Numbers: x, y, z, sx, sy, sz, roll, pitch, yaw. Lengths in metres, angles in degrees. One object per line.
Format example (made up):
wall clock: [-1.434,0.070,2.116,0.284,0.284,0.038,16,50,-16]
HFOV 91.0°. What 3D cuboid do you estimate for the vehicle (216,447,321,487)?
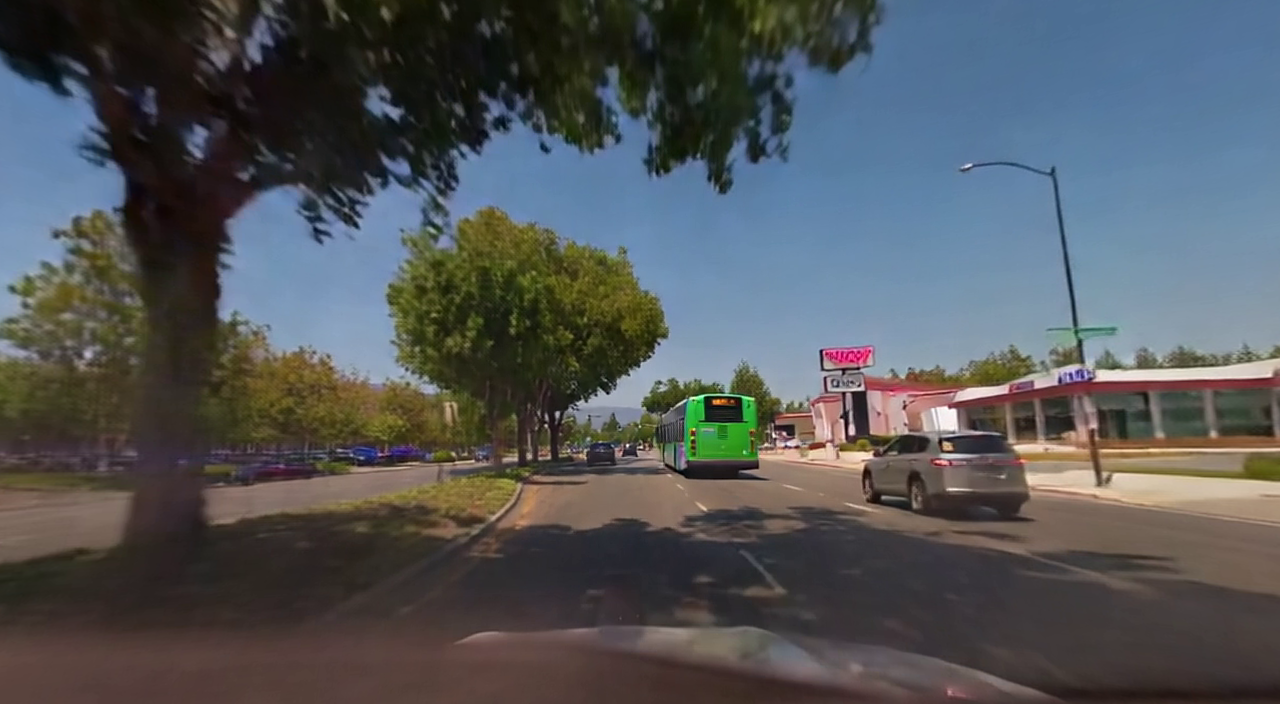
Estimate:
vehicle: [-19.082,5.909,32.725,2.277,1.764,5.283,-2,-8,0]

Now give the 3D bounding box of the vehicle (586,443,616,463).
vehicle: [-2.957,7.722,48.218,2.211,1.416,4.179,0,-8,-3]

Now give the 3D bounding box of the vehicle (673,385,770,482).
vehicle: [3.024,3.467,26.238,2.766,3.306,9.281,0,-8,0]

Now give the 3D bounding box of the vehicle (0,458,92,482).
vehicle: [-38.657,7.594,40.486,4.646,1.447,2.215,0,-9,0]

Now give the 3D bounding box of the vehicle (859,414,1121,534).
vehicle: [6.009,2.151,11.709,2.129,1.754,4.668,0,-8,0]

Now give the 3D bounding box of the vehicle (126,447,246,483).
vehicle: [-25.106,6.248,34.967,4.857,1.846,2.185,0,-8,-2]

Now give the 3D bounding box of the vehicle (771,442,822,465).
vehicle: [10.515,6.833,42.704,2.073,1.443,4.860,0,-8,-2]
